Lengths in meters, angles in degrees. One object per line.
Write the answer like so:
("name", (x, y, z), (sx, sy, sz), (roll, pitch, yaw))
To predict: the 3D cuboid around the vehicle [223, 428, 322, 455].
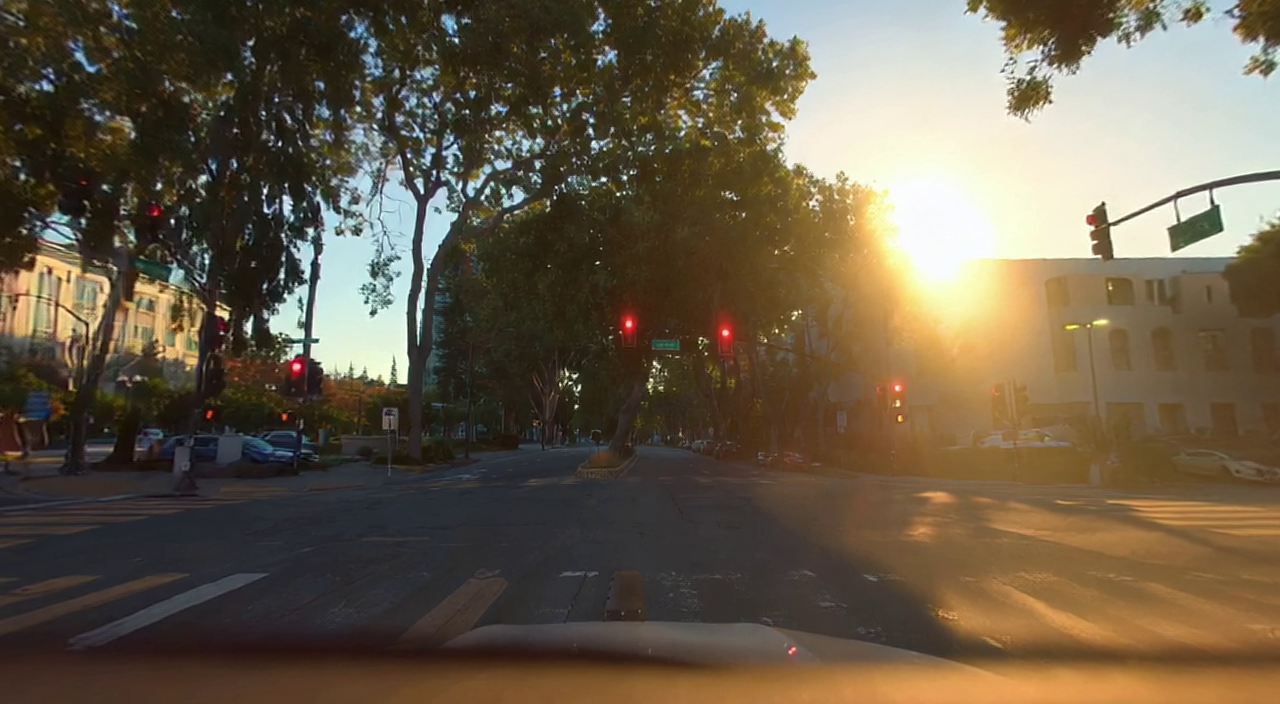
("vehicle", (-22.412, 5.512, 38.708), (4.765, 1.593, 1.891), (1, -9, -8))
